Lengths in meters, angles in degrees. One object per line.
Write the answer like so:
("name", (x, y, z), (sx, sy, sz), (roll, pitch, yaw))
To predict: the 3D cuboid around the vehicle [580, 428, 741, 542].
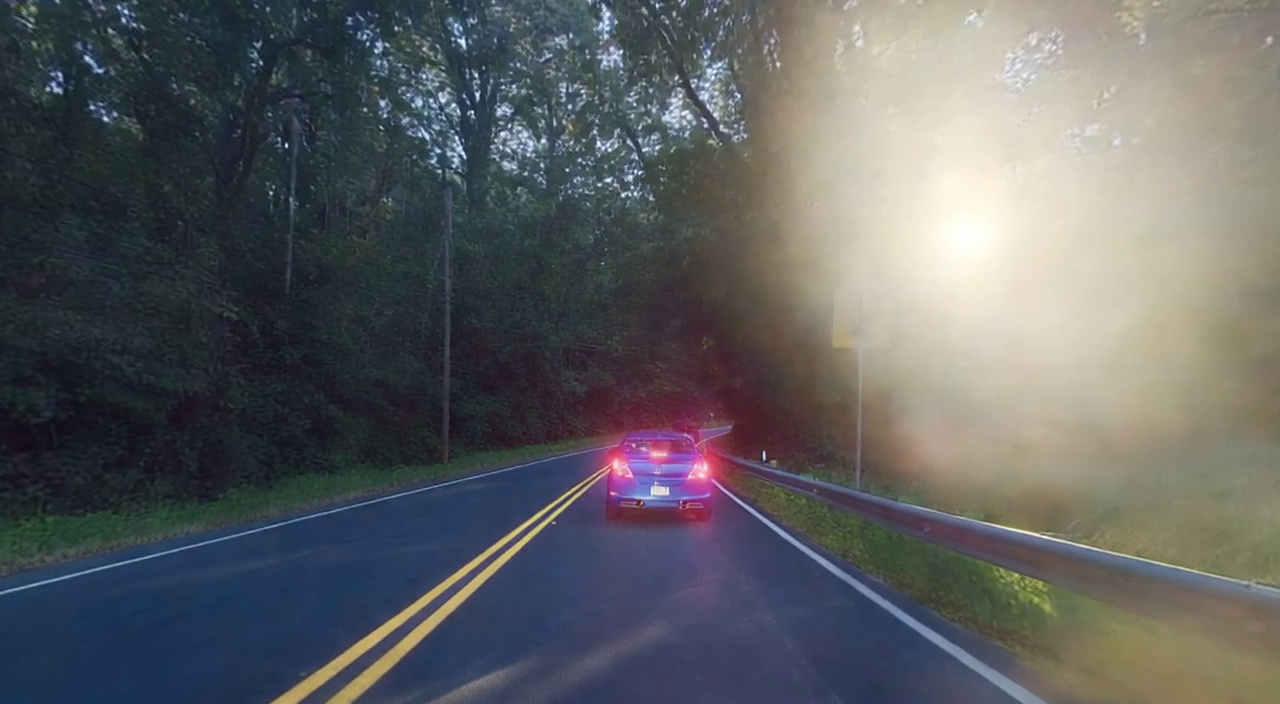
("vehicle", (0.293, 2.082, 10.465), (2.187, 1.533, 3.726), (0, -8, 1))
